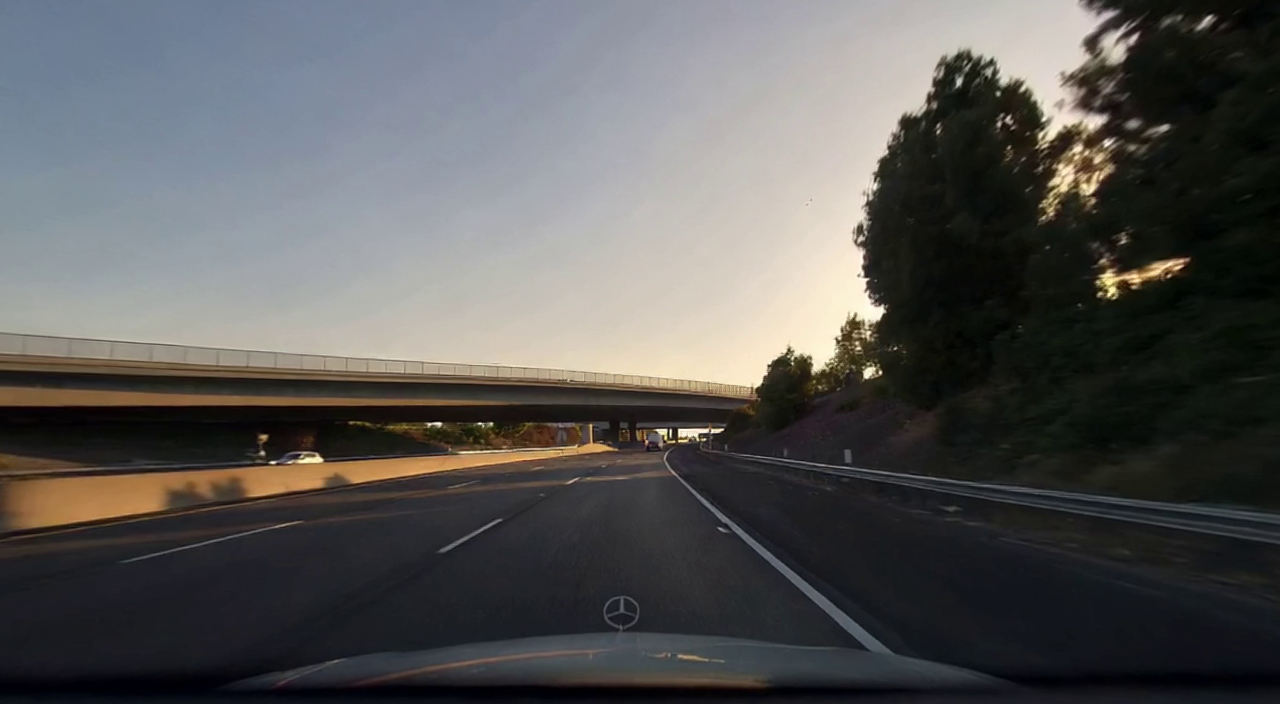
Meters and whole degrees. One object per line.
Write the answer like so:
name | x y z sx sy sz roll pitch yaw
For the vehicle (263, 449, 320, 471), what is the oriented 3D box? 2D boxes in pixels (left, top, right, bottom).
vehicle | -25.572 7.916 46.253 1.840 1.461 3.823 -1 -9 2
